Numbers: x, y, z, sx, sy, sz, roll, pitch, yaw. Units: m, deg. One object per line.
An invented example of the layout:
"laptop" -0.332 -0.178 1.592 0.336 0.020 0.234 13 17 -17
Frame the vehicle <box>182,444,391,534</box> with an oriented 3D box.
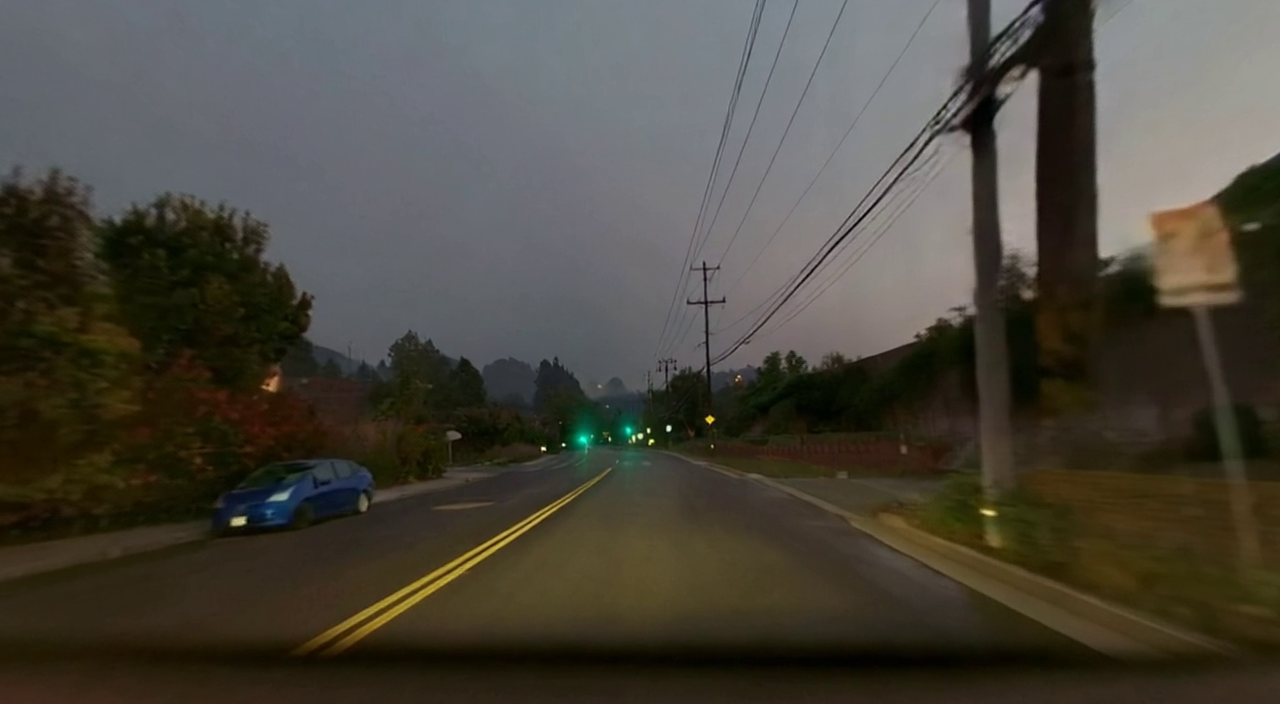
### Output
"vehicle" -7.763 2.988 14.540 2.114 1.693 4.468 -1 -8 2
